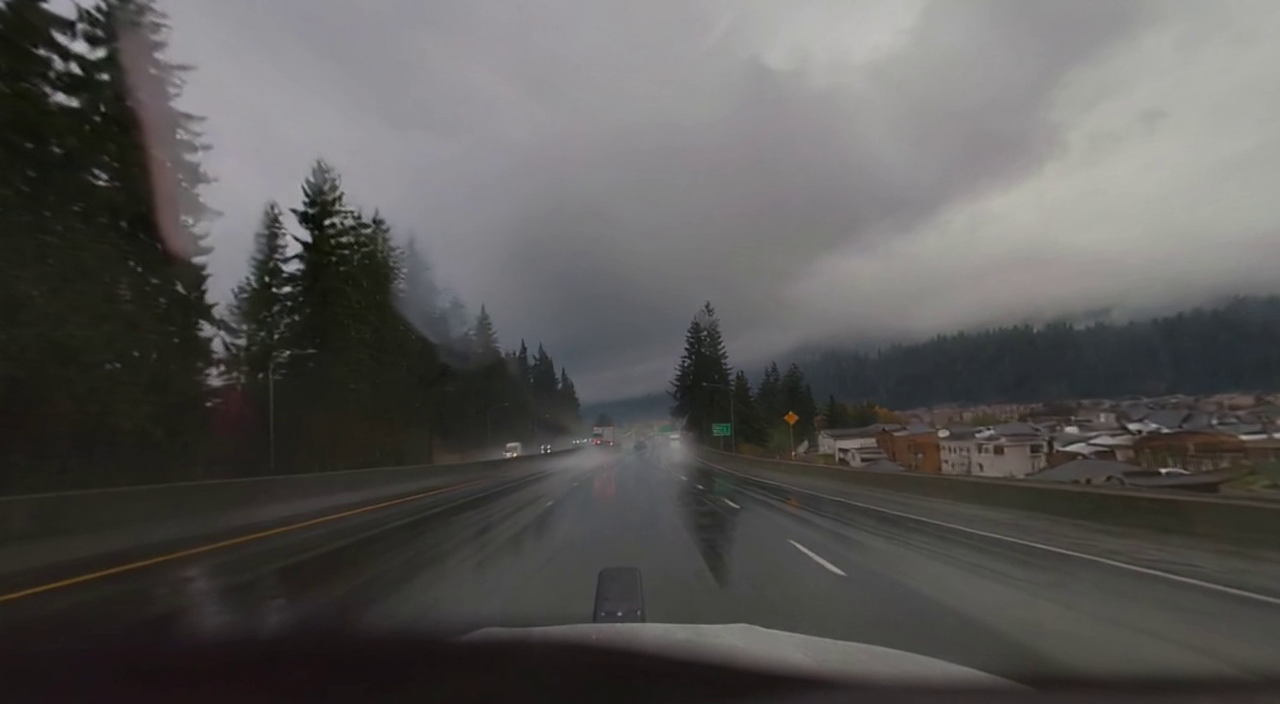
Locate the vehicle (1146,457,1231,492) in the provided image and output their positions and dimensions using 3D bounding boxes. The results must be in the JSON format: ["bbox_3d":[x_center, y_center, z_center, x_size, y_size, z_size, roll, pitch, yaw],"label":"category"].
[{"bbox_3d":[34.722,7.679,39.963,5.275,1.756,2.198,2,-9,-29],"label":"vehicle"}]

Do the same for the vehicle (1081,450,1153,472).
[{"bbox_3d":[35.731,8.166,47.416,3.911,1.390,1.702,-3,-4,8],"label":"vehicle"}]
